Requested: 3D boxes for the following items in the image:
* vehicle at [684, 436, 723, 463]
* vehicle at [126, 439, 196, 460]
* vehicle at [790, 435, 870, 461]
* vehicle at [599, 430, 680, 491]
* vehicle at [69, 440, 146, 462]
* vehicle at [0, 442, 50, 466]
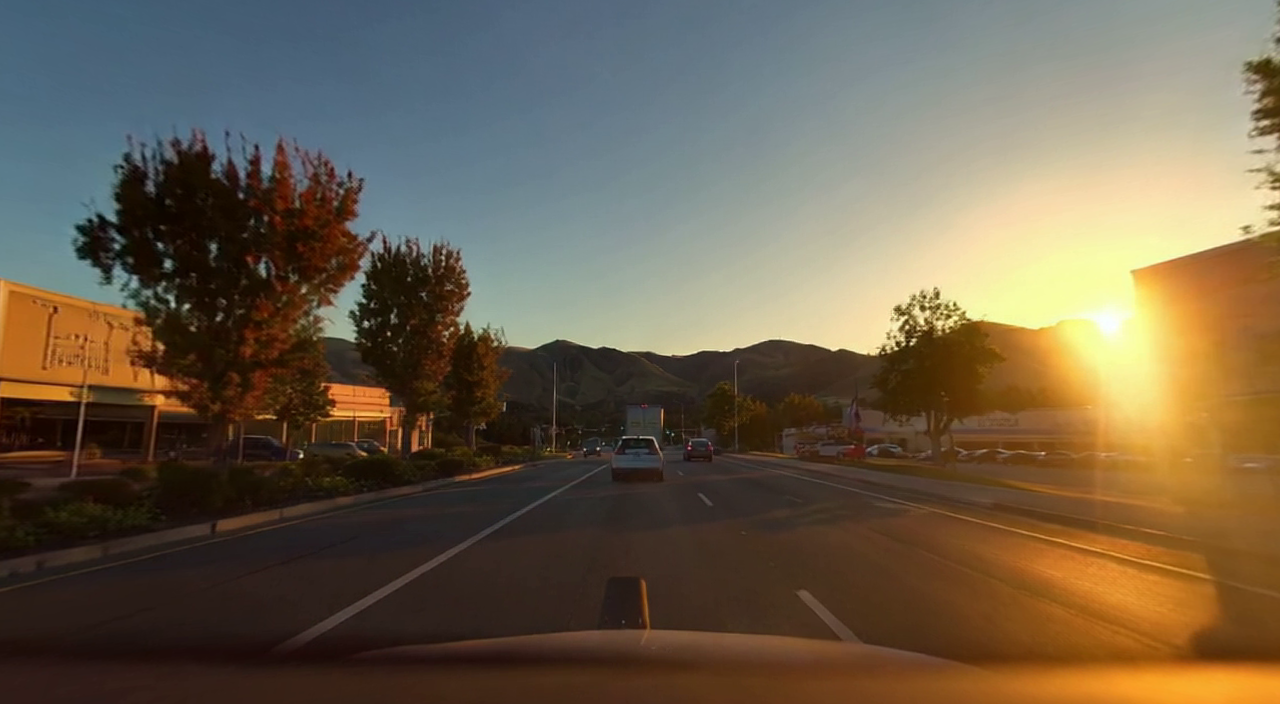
[{"bbox_3d":[4.119,6.413,41.326,2.088,1.655,4.360,0,-8,0],"label":"vehicle"},{"bbox_3d":[-35.717,7.302,46.895,3.714,1.510,1.917,4,-9,-23],"label":"vehicle"},{"bbox_3d":[13.091,6.629,43.546,4.887,1.734,2.014,0,-8,2],"label":"vehicle"},{"bbox_3d":[-0.011,3.248,19.105,2.193,1.651,3.946,0,-8,0],"label":"vehicle"},{"bbox_3d":[-36.698,6.849,43.370,3.640,1.447,1.788,4,-9,-26],"label":"vehicle"},{"bbox_3d":[-37.143,5.949,36.713,3.325,1.360,1.590,3,-9,-21],"label":"vehicle"}]
